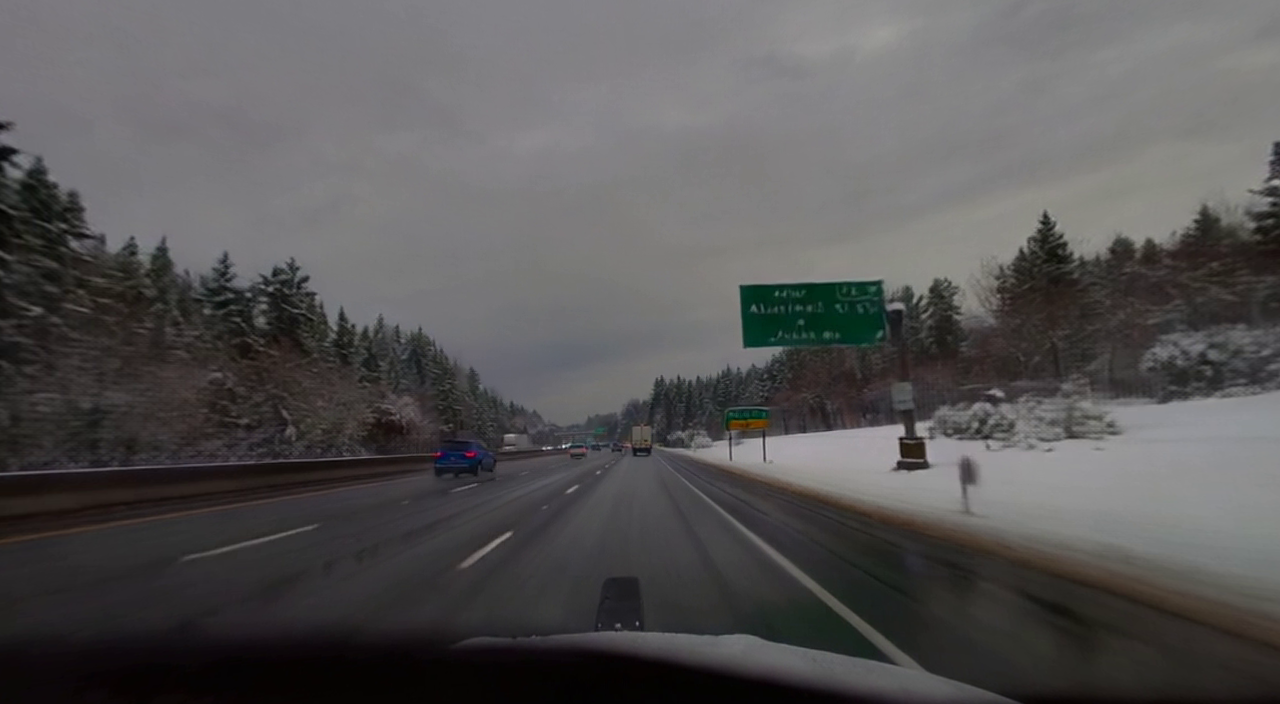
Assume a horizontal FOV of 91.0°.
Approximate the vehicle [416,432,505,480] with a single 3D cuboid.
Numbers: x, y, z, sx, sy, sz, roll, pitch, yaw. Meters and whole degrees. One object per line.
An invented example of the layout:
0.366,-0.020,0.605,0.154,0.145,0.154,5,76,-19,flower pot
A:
-7.287,4.275,26.095,2.253,1.815,4.618,0,-9,1,vehicle
